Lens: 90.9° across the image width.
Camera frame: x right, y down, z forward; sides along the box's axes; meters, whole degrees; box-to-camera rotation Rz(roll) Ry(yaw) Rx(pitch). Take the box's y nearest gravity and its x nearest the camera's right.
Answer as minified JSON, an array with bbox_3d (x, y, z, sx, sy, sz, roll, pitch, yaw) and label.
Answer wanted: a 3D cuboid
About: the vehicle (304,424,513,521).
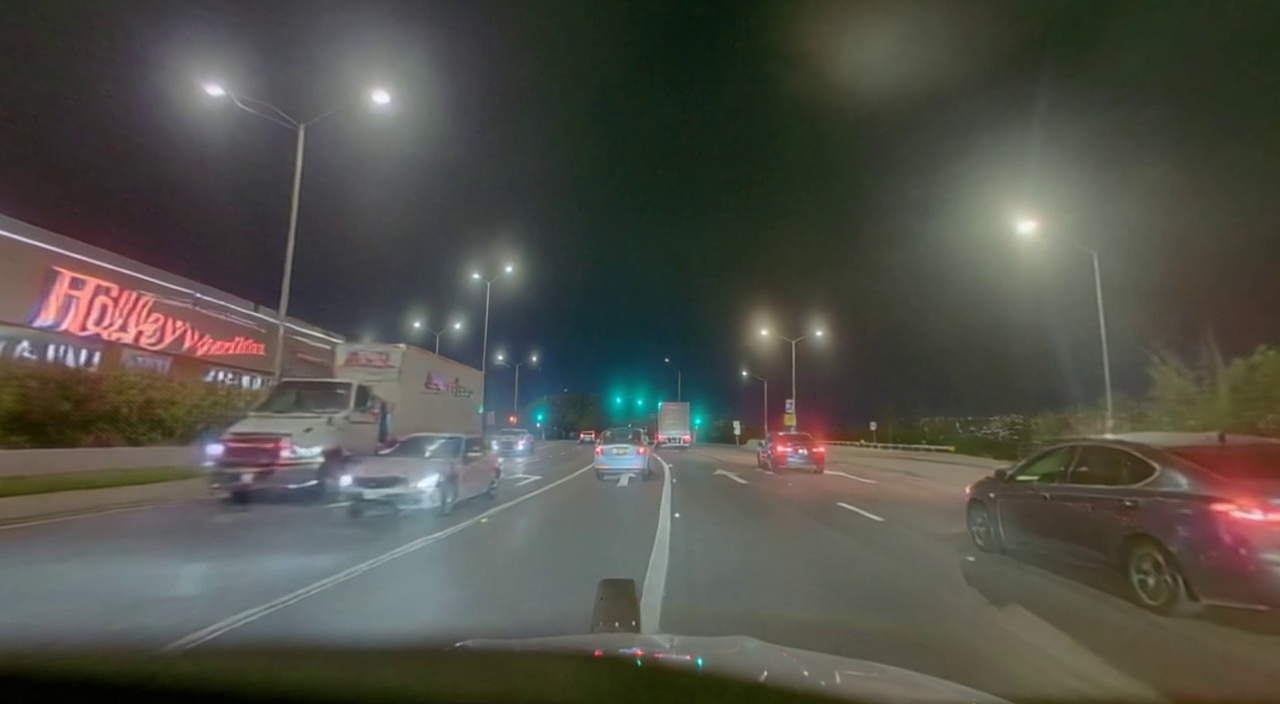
[{"bbox_3d":[-3.944,2.115,11.744,1.964,1.428,4.481,0,-8,4],"label":"vehicle"}]

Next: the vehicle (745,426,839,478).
[{"bbox_3d":[4.670,3.128,19.972,1.889,1.480,3.876,0,-8,-2],"label":"vehicle"}]

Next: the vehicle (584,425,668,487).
[{"bbox_3d":[-0.314,2.722,16.843,1.991,1.472,3.518,0,-8,1],"label":"vehicle"}]

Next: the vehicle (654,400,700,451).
[{"bbox_3d":[2.625,5.545,46.836,2.917,3.482,6.946,0,-8,-1],"label":"vehicle"}]

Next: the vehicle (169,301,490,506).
[{"bbox_3d":[-6.981,1.605,16.828,2.986,3.821,10.059,0,-8,3],"label":"vehicle"}]

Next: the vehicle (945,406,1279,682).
[{"bbox_3d":[4.496,1.224,4.896,2.081,1.434,4.833,0,-8,3],"label":"vehicle"}]
